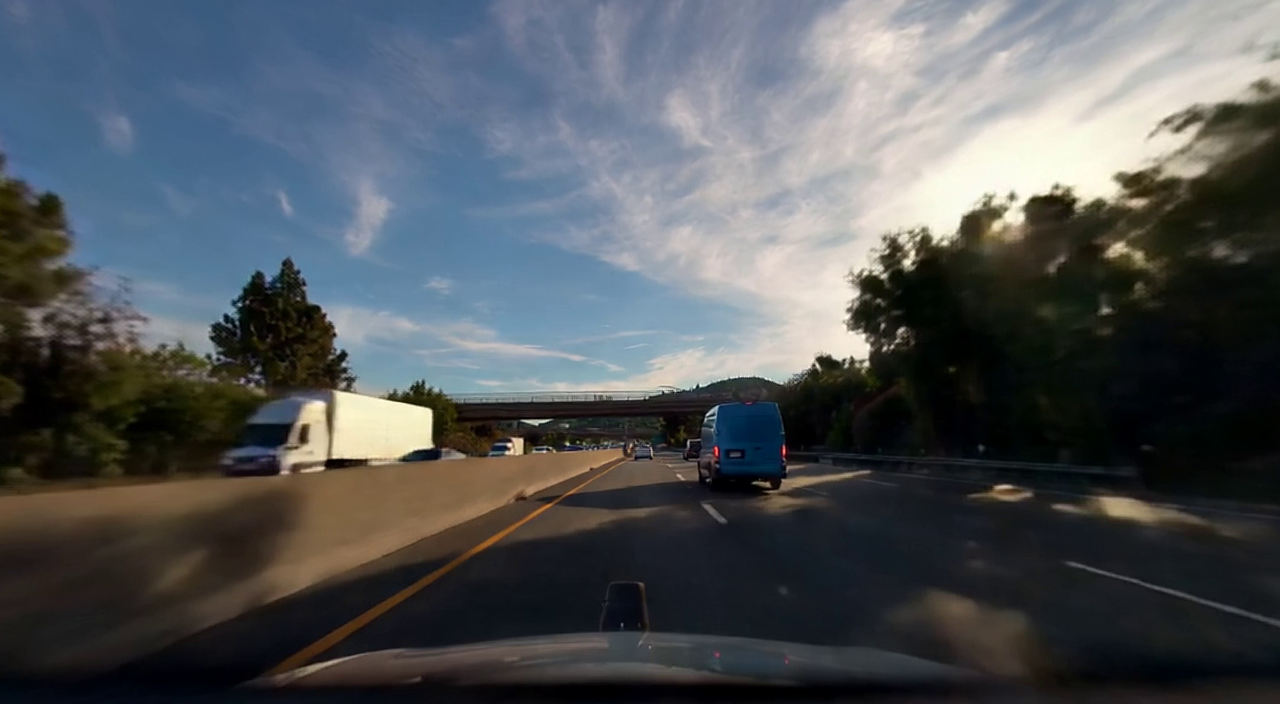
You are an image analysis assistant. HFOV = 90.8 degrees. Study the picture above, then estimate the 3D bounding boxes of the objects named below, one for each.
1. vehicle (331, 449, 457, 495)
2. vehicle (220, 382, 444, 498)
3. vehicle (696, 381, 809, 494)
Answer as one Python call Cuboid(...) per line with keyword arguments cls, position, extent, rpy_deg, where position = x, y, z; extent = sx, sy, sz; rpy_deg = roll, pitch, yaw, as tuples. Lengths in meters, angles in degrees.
Cuboid(cls="vehicle", position=(-7.414, 3.645, 19.544), extent=(2.186, 1.241, 4.084), rpy_deg=(0, -9, 1))
Cuboid(cls="vehicle", position=(-15.156, 4.880, 34.258), extent=(3.234, 4.648, 17.365), rpy_deg=(0, -9, 1))
Cuboid(cls="vehicle", position=(3.451, 2.925, 21.232), extent=(2.460, 3.155, 6.902), rpy_deg=(0, -9, 0))
